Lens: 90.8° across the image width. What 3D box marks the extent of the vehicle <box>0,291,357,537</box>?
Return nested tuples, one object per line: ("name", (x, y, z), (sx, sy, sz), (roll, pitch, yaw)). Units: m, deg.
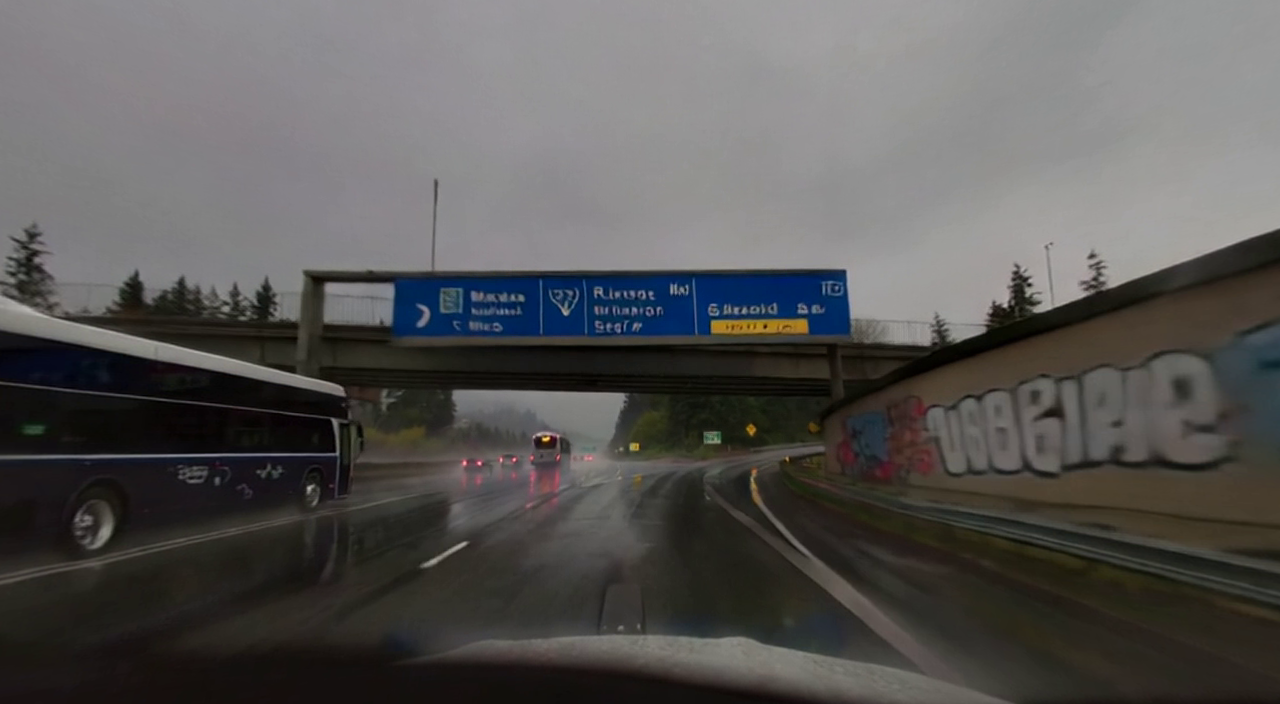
("vehicle", (-10.930, 1.690, 14.181), (2.986, 3.574, 13.570), (0, -9, -1))
